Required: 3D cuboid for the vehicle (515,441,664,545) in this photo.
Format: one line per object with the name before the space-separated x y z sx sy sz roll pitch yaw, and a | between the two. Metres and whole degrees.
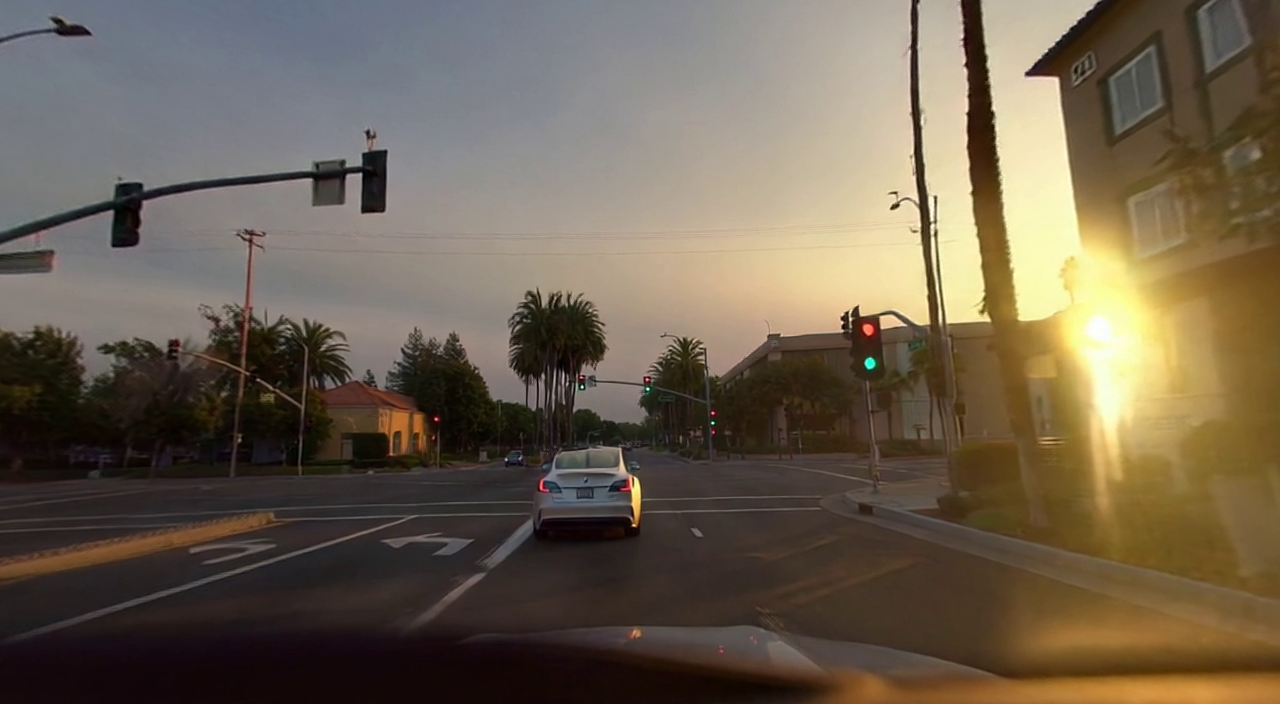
vehicle | -0.791 2.363 11.354 2.152 1.478 4.229 0 -8 -2
